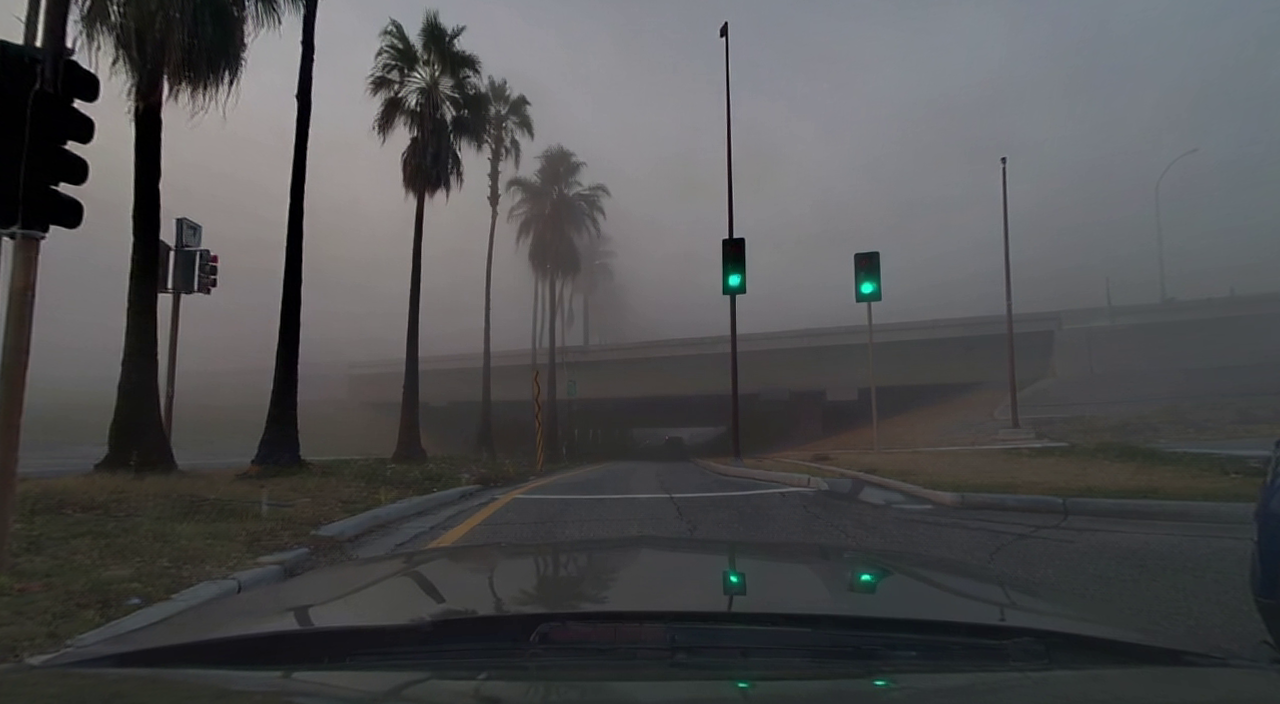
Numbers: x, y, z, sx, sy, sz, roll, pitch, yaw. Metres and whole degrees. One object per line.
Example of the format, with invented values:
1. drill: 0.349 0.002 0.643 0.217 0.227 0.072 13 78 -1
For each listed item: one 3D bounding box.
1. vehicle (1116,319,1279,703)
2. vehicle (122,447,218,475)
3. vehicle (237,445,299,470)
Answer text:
1. vehicle: 3.469 0.518 0.782 2.028 1.770 4.737 0 -9 0
2. vehicle: -26.536 6.164 35.767 1.830 1.443 4.551 0 -9 2
3. vehicle: -26.245 7.421 44.565 1.941 1.631 4.017 0 -9 0
